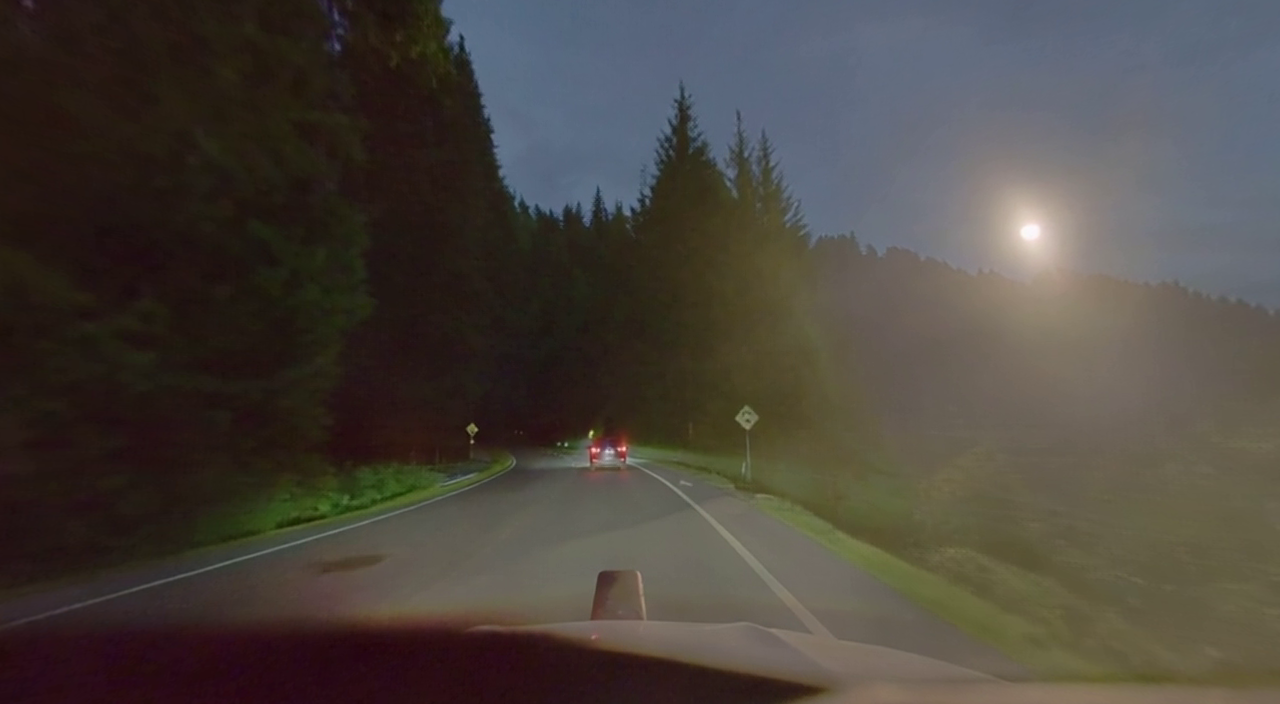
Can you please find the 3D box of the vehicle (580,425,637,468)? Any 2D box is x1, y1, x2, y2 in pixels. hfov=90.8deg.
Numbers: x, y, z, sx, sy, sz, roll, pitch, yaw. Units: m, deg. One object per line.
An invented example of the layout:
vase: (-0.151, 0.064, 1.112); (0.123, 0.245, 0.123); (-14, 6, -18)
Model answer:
vehicle: (-1.692, 4.715, 31.623); (2.469, 1.953, 5.605); (1, -9, -6)
